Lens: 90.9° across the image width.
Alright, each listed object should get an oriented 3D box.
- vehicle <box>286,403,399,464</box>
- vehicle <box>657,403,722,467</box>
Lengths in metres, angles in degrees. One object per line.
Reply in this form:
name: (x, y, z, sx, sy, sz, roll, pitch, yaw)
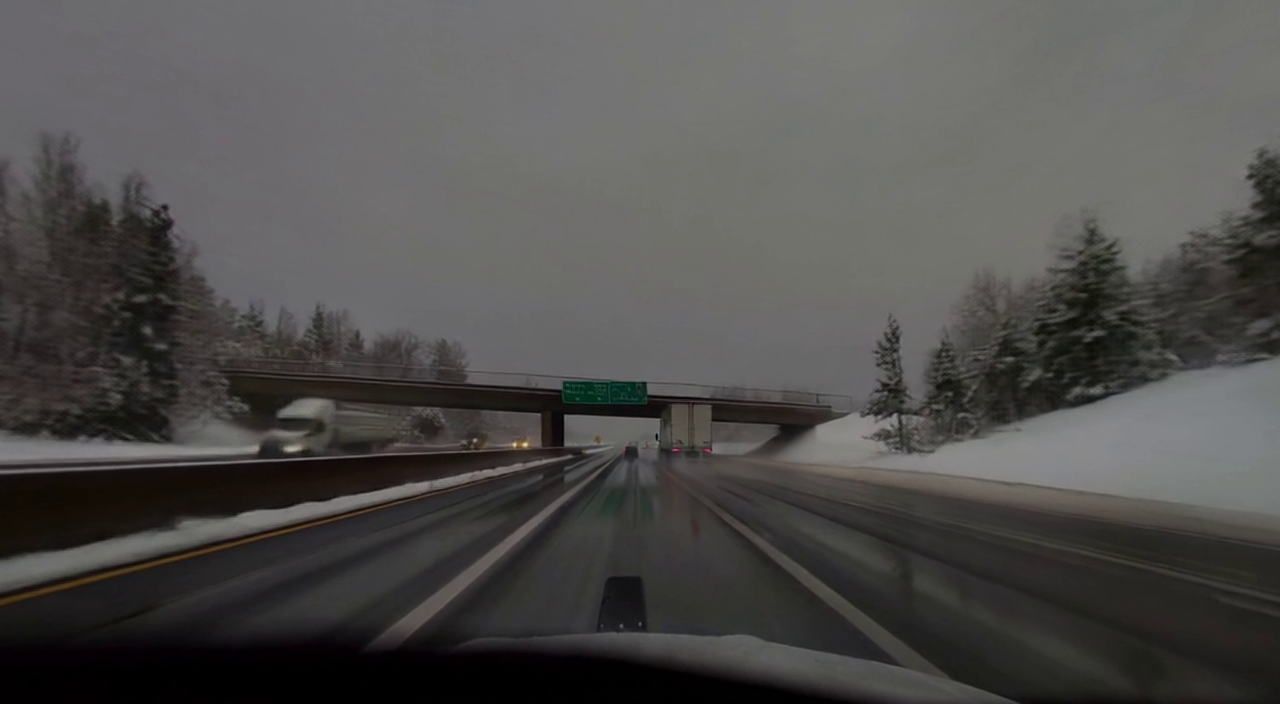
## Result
vehicle: (-16.212, 4.579, 35.050, 2.585, 3.012, 7.417, 0, -8, 0)
vehicle: (3.510, 6.605, 49.167, 3.323, 4.262, 14.056, 1, -9, -2)
